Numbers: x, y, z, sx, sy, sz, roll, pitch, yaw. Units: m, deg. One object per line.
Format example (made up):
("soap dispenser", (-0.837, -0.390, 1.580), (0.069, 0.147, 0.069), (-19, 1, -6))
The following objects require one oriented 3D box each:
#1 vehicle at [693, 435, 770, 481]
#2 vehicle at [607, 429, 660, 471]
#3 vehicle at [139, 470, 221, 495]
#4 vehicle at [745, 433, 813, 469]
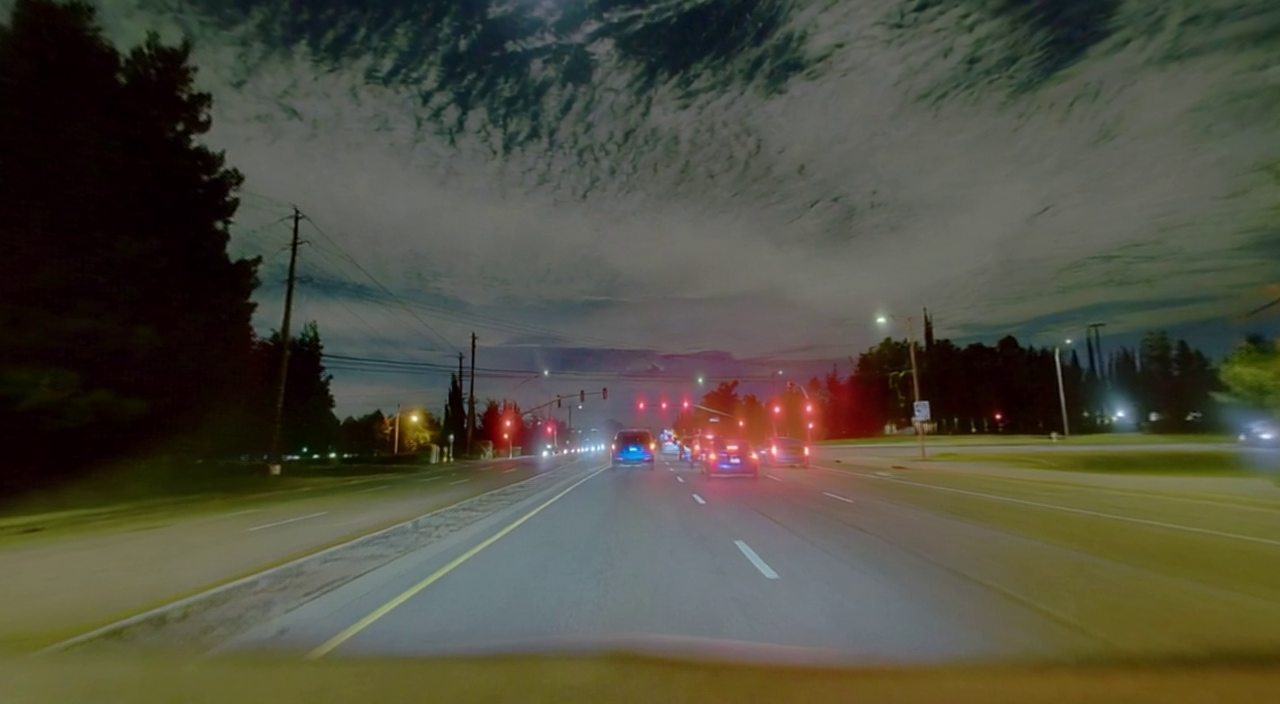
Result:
("vehicle", (3.159, 3.780, 22.784), (1.984, 1.462, 4.513), (0, -9, -1))
("vehicle", (-0.325, 4.602, 29.684), (2.300, 1.821, 4.254), (0, -9, -1))
("vehicle", (-33.465, 9.513, 46.029), (4.224, 1.614, 2.123), (0, -9, -3))
("vehicle", (6.774, 4.886, 31.286), (2.198, 1.678, 4.419), (0, -9, -2))
